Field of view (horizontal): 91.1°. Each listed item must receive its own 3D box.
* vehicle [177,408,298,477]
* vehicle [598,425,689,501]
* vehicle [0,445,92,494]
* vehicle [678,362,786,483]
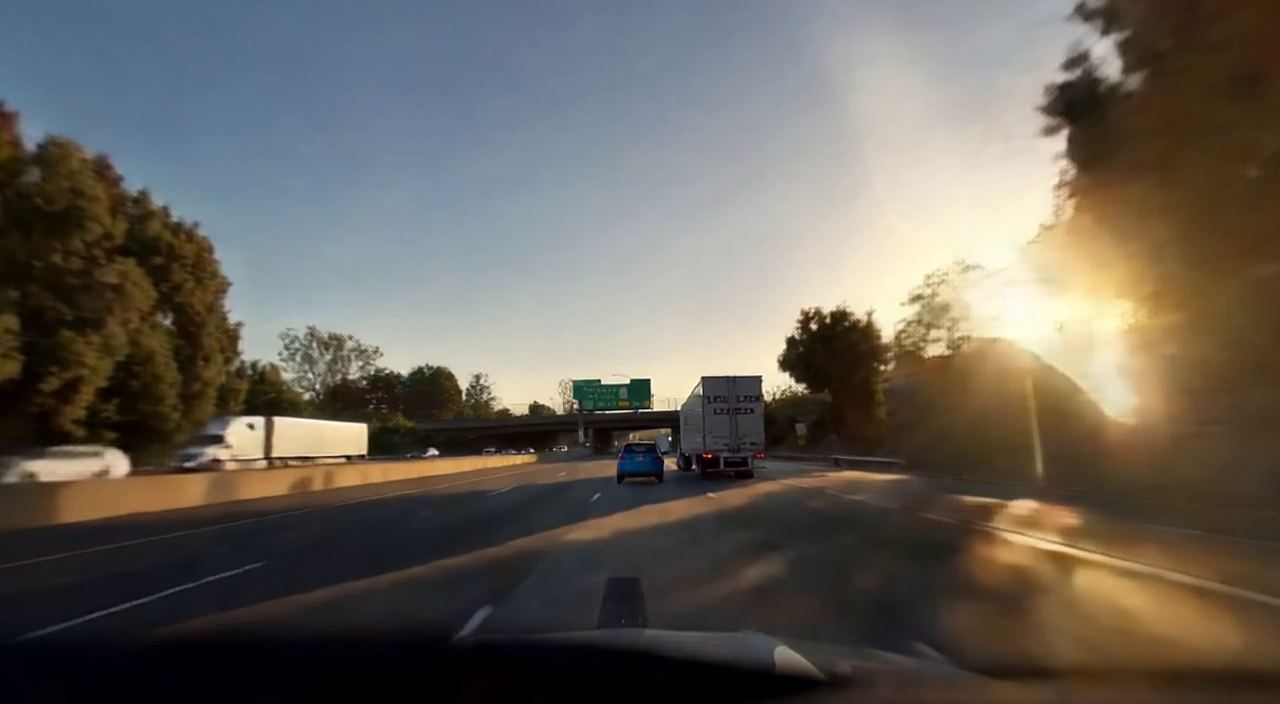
[{"bbox_3d":[-25.690,5.857,40.622,3.012,4.033,7.003,0,-9,0],"label":"vehicle"},{"bbox_3d":[0.087,2.832,16.354,2.054,1.706,4.201,0,-9,0],"label":"vehicle"},{"bbox_3d":[-22.226,4.045,21.860,1.966,1.606,4.695,0,-9,1],"label":"vehicle"},{"bbox_3d":[3.595,3.564,29.331,2.909,4.135,15.820,0,-9,1],"label":"vehicle"}]
